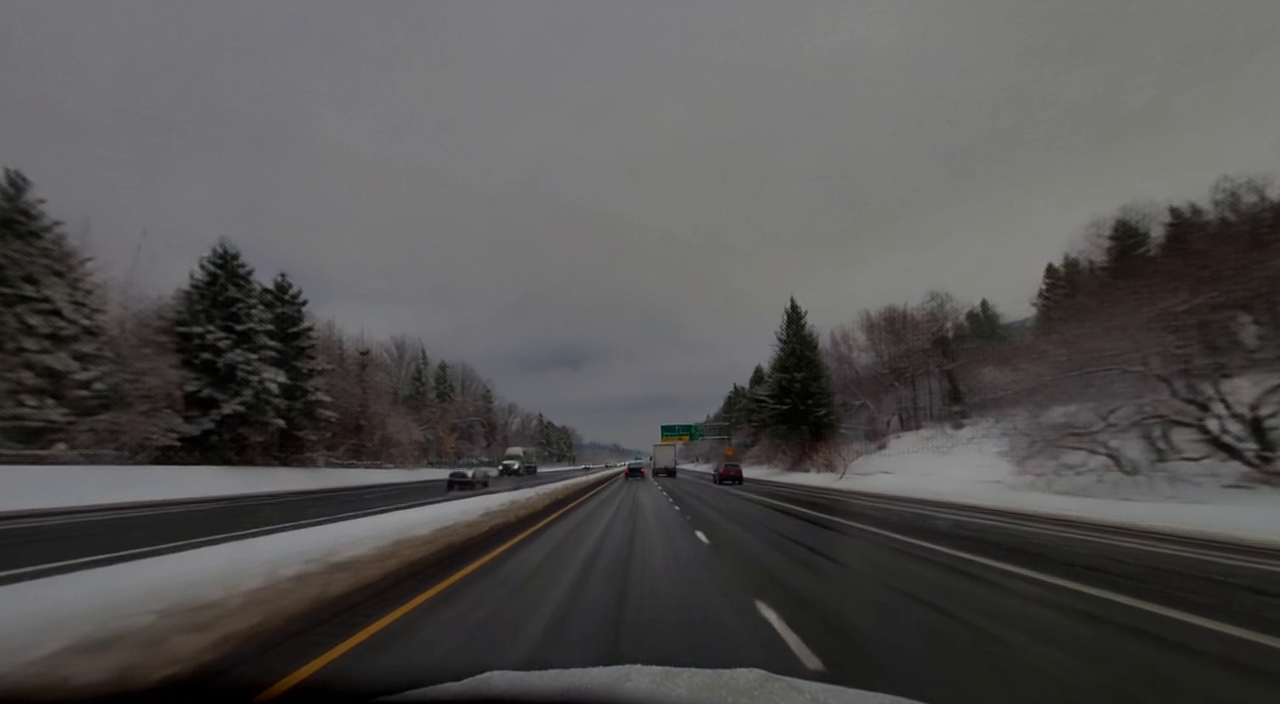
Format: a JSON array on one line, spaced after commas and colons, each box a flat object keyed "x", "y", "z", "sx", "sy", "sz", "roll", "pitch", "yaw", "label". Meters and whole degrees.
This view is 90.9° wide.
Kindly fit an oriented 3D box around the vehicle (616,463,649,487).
[{"x": -0.528, "y": 7.969, "z": 41.017, "sx": 2.025, "sy": 1.452, "sz": 3.927, "roll": 1, "pitch": -10, "yaw": -1, "label": "vehicle"}]

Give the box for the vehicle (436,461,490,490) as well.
[{"x": -10.064, "y": 7.067, "z": 36.148, "sx": 1.892, "sy": 1.497, "sz": 3.878, "roll": 1, "pitch": -10, "yaw": 0, "label": "vehicle"}]
